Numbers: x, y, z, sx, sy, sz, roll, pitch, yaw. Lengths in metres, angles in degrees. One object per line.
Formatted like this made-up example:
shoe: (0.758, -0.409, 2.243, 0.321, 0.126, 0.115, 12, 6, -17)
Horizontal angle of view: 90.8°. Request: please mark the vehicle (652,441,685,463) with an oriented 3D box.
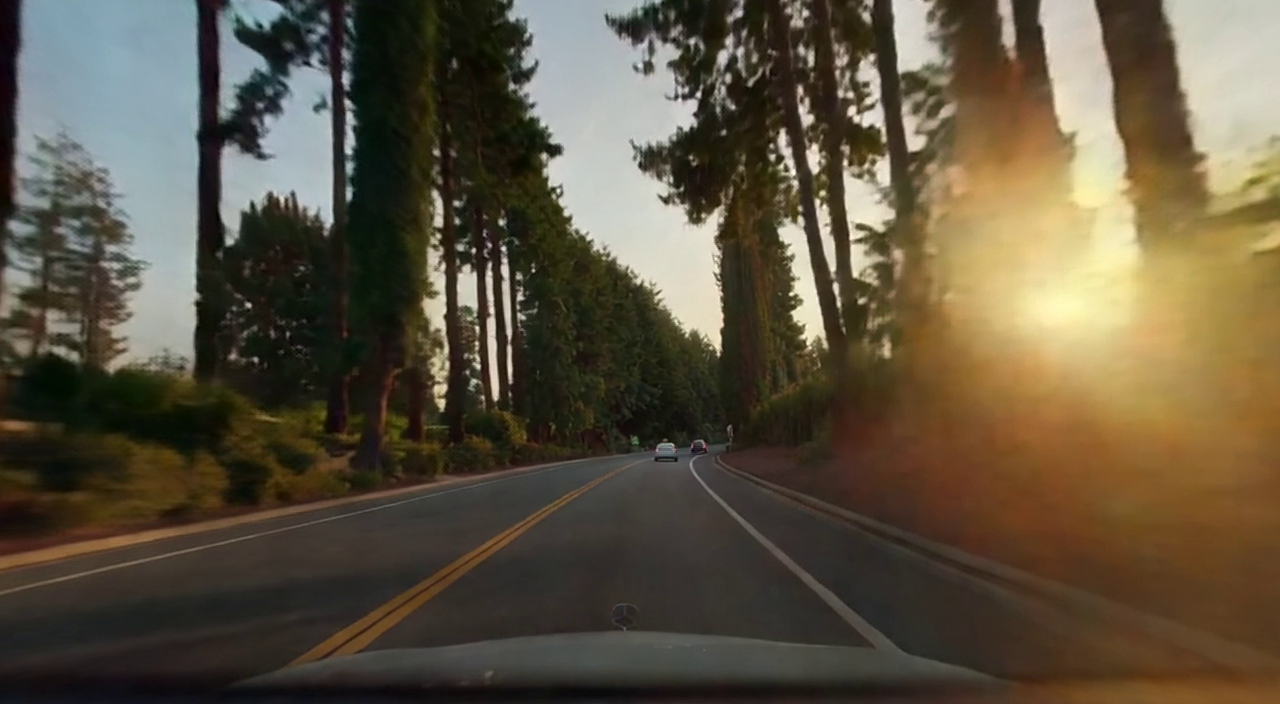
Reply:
vehicle: (2.005, 6.800, 43.122, 2.071, 1.474, 4.047, -1, -8, 5)
